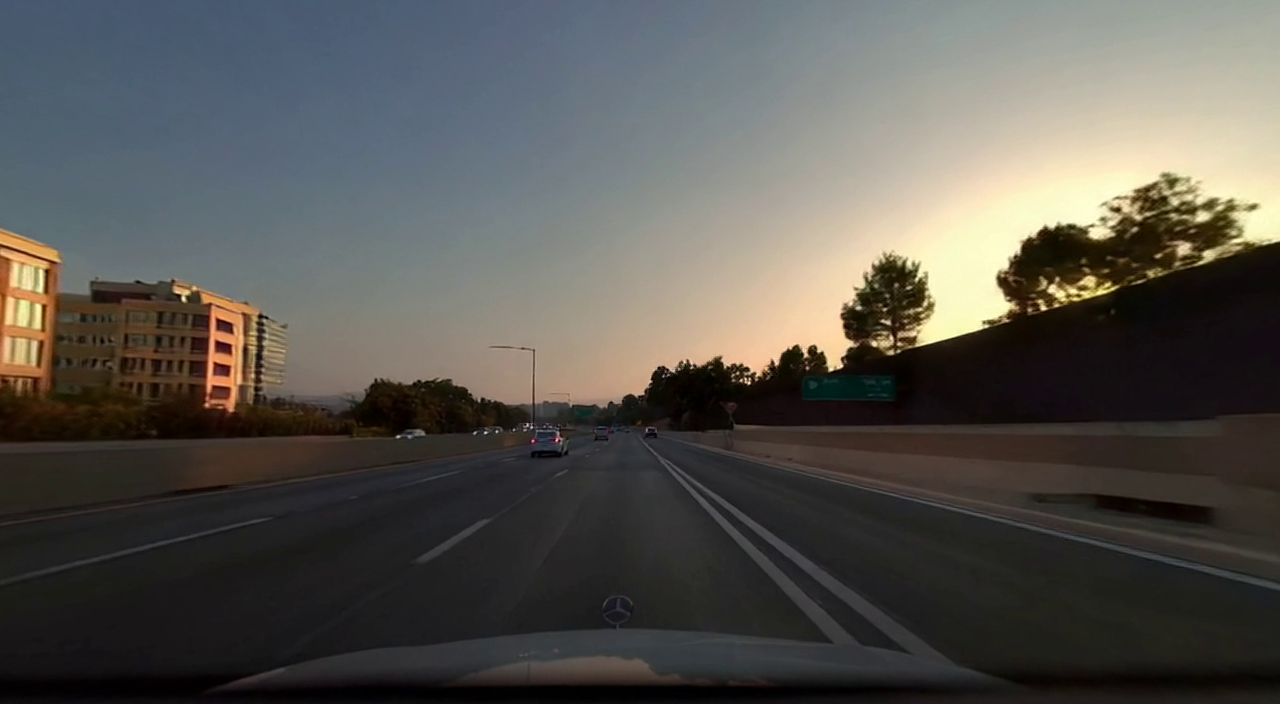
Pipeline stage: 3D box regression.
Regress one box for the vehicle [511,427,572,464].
[{"bbox_3d":[-4.242,4.094,27.863,1.996,1.490,4.571,0,-8,-1],"label":"vehicle"}]
